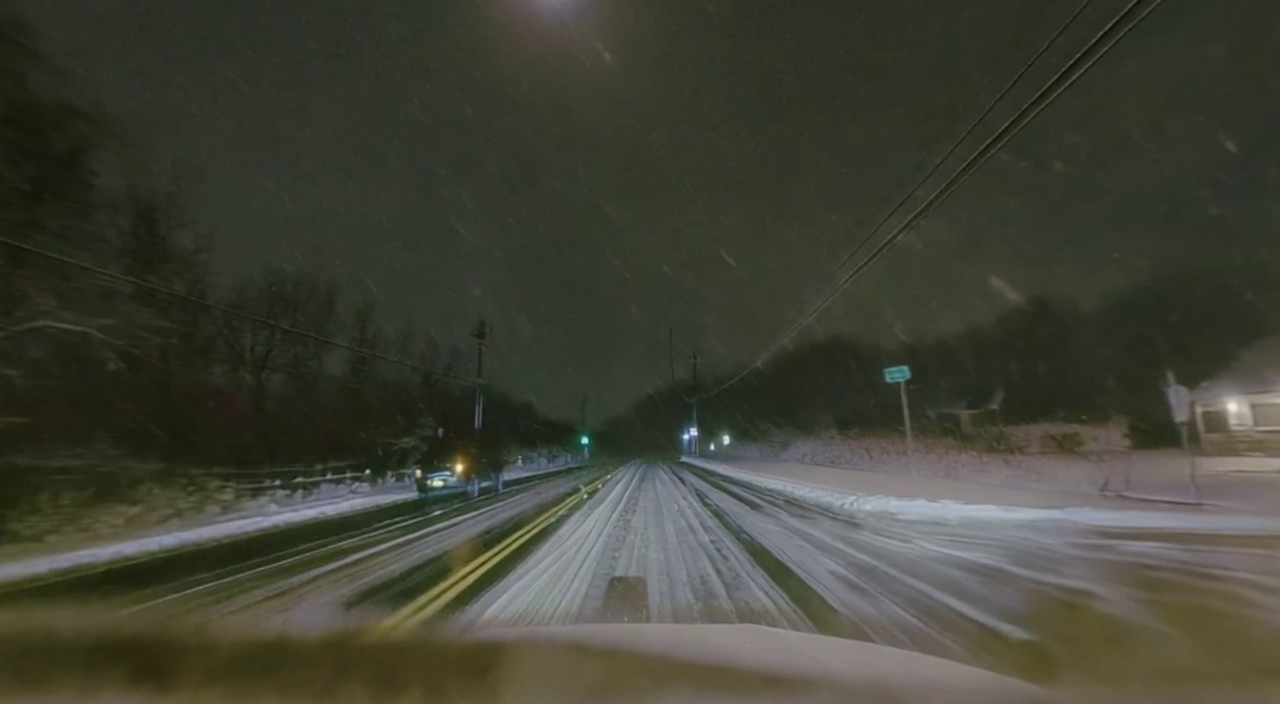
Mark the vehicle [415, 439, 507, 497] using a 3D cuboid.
[{"bbox_3d":[-6.294,4.174,22.772,1.992,1.797,4.372,-2,-10,1],"label":"vehicle"}]
